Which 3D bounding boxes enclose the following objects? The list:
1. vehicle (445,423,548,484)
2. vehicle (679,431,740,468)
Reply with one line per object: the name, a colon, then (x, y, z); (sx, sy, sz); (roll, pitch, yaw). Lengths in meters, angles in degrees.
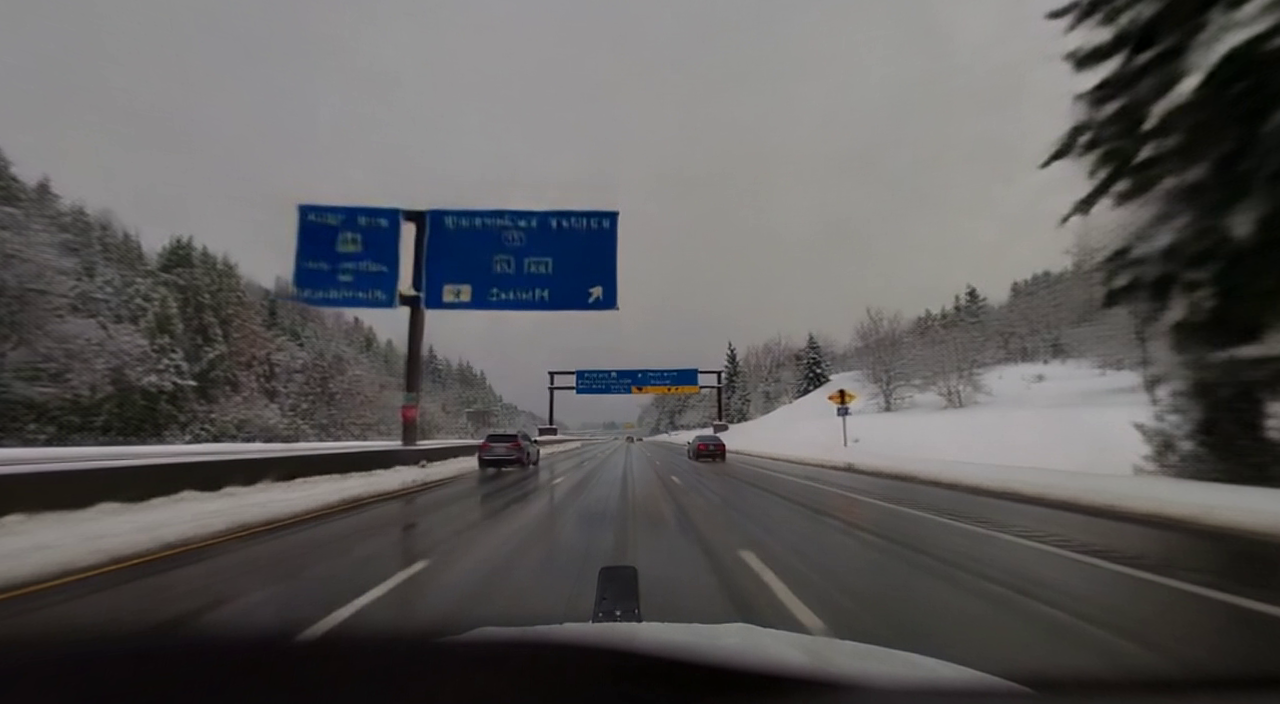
vehicle: (-4.267, 3.068, 19.437); (2.219, 1.660, 4.153); (0, -8, -1)
vehicle: (3.031, 4.360, 28.426); (2.077, 1.523, 4.539); (0, -8, -2)
